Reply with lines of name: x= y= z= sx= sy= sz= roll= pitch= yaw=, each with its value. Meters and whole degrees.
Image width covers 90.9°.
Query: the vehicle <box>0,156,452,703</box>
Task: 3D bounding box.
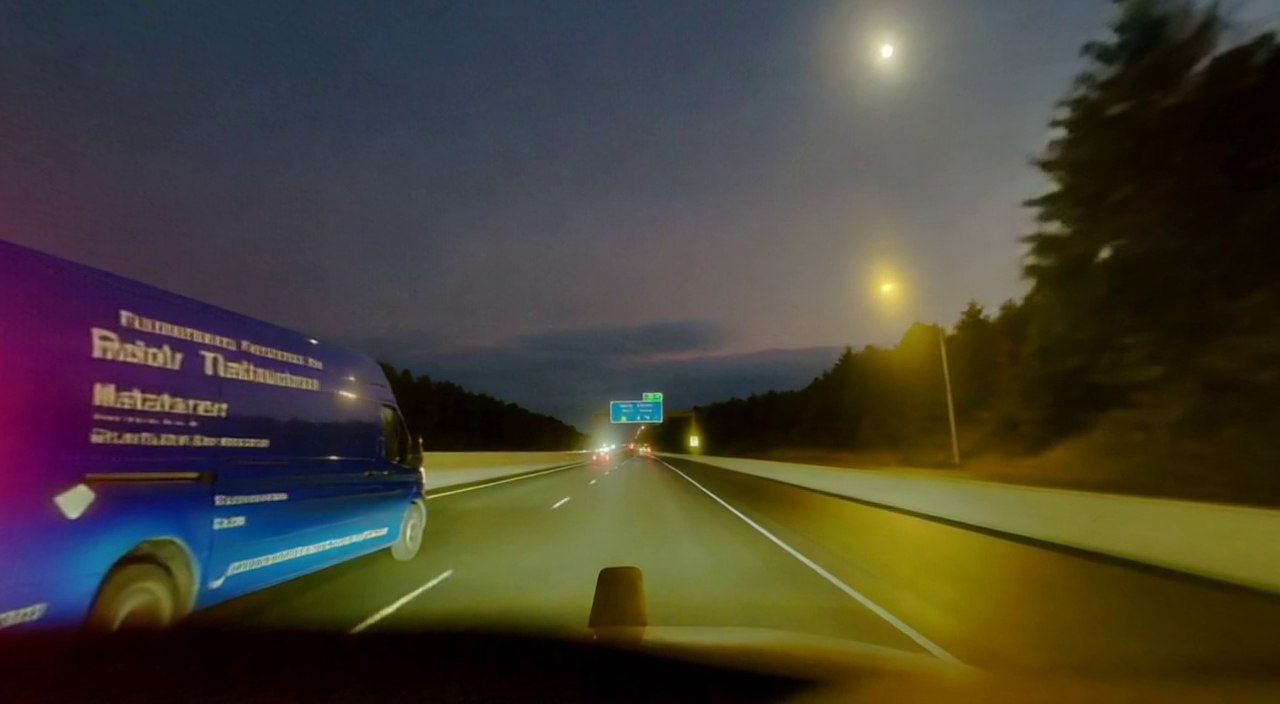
vehicle: x=-3.955 y=0.965 z=5.837 sx=2.320 sy=2.636 sz=7.021 roll=0 pitch=-9 yaw=-1
